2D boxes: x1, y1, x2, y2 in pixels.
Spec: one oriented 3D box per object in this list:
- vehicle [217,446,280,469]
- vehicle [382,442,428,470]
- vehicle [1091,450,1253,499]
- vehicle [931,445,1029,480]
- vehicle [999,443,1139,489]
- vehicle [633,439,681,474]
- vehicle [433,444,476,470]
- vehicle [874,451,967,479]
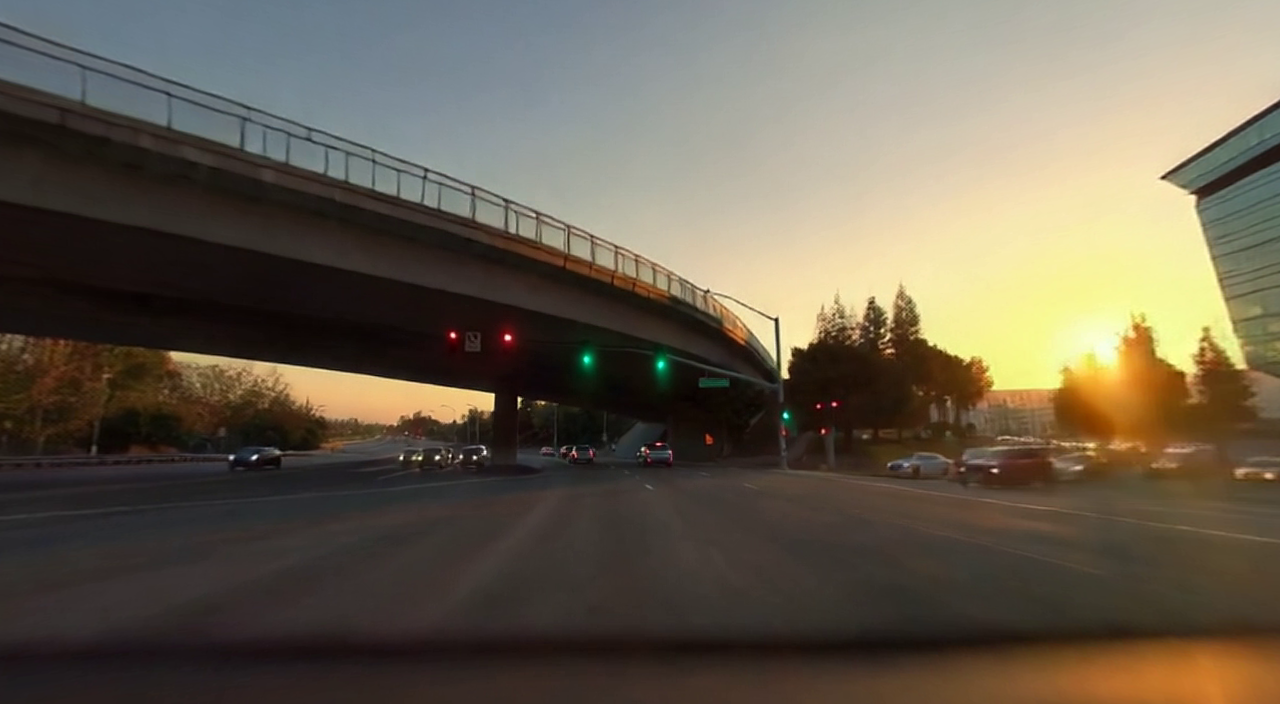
[{"bbox_3d":[-27.734,7.479,44.981,2.020,1.515,4.808,2,-9,-9],"label":"vehicle"},{"bbox_3d":[-15.035,6.652,40.635,1.989,1.619,4.612,2,-7,-11],"label":"vehicle"},{"bbox_3d":[17.267,3.931,20.530,4.538,1.417,1.948,4,-9,-21],"label":"vehicle"},{"bbox_3d":[16.681,5.409,31.019,4.154,1.603,1.834,4,-9,-20],"label":"vehicle"},{"bbox_3d":[16.635,4.404,24.545,4.501,1.631,2.165,4,-9,-20],"label":"vehicle"},{"bbox_3d":[0.845,5.557,33.750,2.024,1.724,3.928,2,-9,-7],"label":"vehicle"},{"bbox_3d":[-12.188,6.921,41.757,1.961,1.492,4.479,1,-7,-7],"label":"vehicle"},{"bbox_3d":[15.392,6.202,34.721,4.490,1.430,1.996,4,-9,-20],"label":"vehicle"}]
